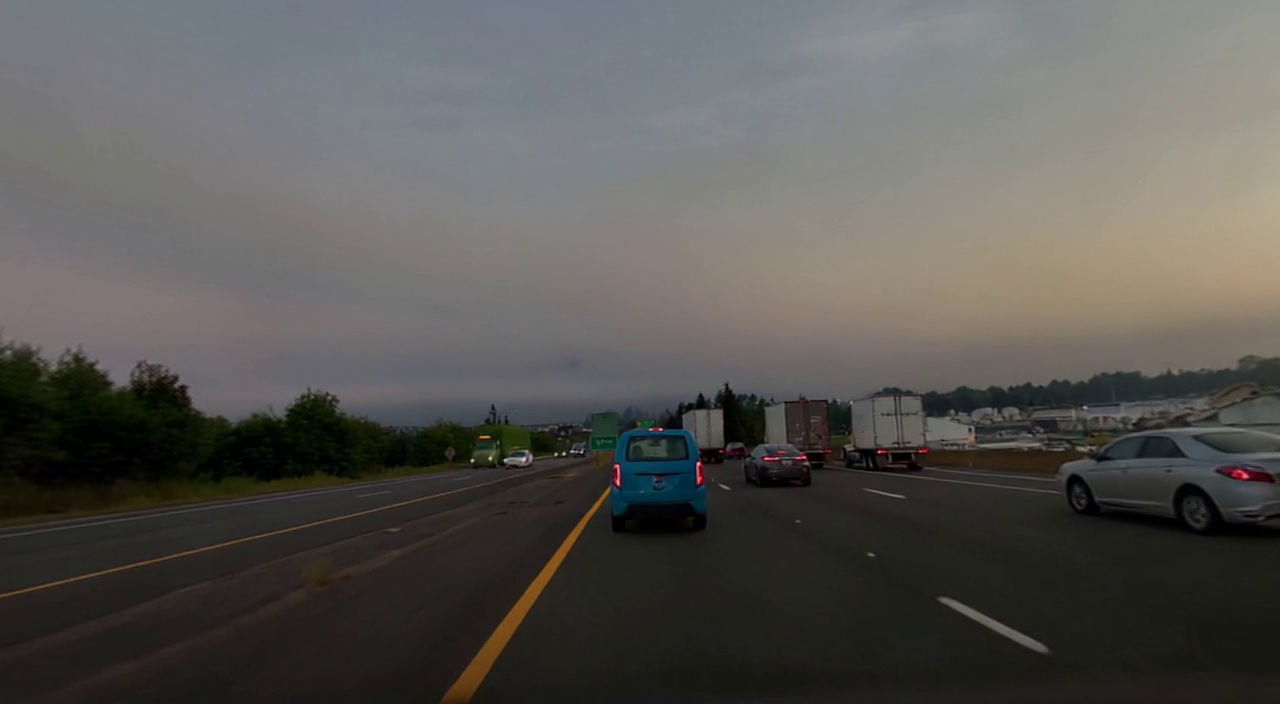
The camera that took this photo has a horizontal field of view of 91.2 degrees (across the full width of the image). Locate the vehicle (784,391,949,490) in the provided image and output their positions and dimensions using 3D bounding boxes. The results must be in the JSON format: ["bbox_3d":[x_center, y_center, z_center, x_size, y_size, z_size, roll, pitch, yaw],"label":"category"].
[{"bbox_3d":[8.551,3.662,25.671,2.799,3.188,10.578,0,-9,0],"label":"vehicle"}]

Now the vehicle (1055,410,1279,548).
[{"bbox_3d":[8.751,1.824,9.497,1.913,1.652,4.384,-1,-9,1],"label":"vehicle"}]

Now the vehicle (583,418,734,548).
[{"bbox_3d":[0.235,1.971,9.954,1.965,1.664,3.428,0,-9,0],"label":"vehicle"}]

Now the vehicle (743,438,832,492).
[{"bbox_3d":[4.504,3.495,19.718,1.859,1.512,3.711,0,-9,0],"label":"vehicle"}]
